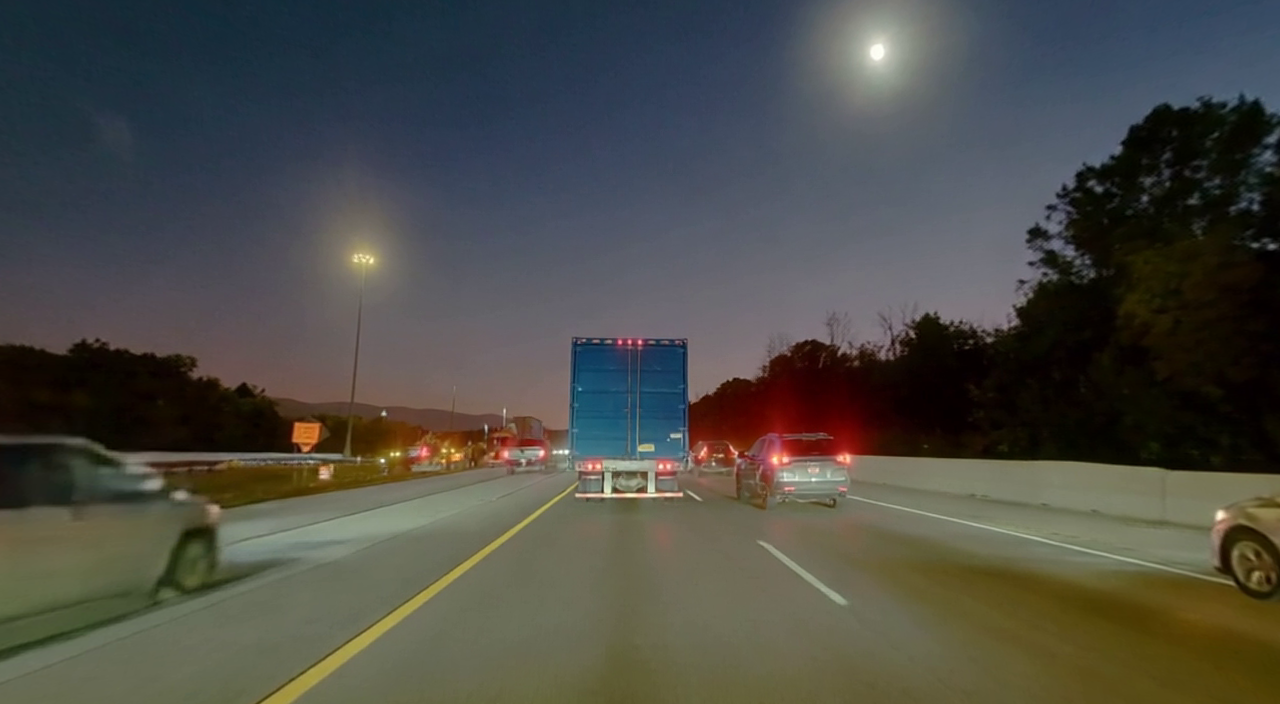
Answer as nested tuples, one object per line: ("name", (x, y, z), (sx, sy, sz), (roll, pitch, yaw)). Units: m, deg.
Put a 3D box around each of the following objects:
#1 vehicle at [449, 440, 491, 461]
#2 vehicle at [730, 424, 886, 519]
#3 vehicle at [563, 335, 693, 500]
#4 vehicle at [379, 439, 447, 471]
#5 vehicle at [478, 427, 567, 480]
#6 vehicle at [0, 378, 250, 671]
("vehicle", (-13.261, 7.686, 49.305), (1.887, 1.511, 4.152), (0, -9, 4))
("vehicle", (3.360, 2.488, 13.566), (2.103, 1.713, 4.173), (1, -9, -2))
("vehicle", (-0.426, 2.308, 20.200), (3.067, 3.940, 10.154), (1, -9, -2))
("vehicle", (-13.502, 6.128, 37.787), (2.054, 1.708, 4.663), (2, -8, 4))
("vehicle", (-4.727, 4.234, 26.471), (2.421, 1.965, 5.980), (0, -9, 1))
("vehicle", (-4.876, 1.022, 3.735), (2.095, 1.736, 4.529), (0, -9, 1))
